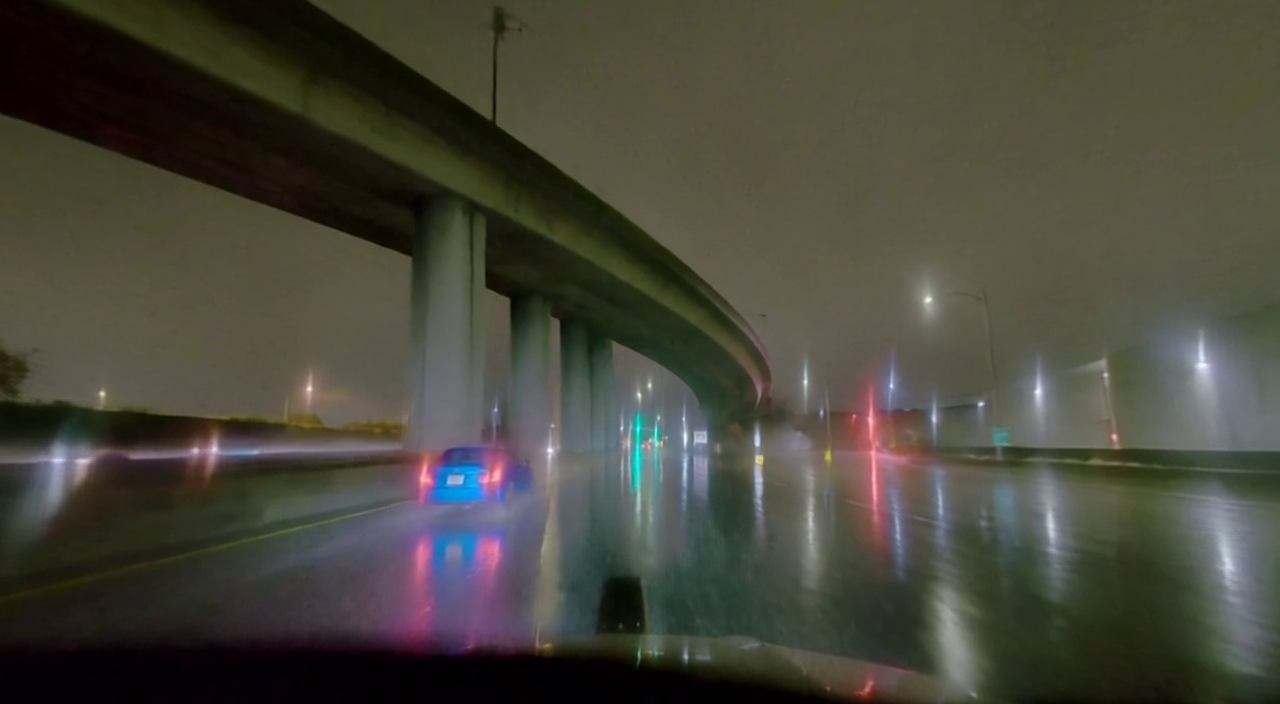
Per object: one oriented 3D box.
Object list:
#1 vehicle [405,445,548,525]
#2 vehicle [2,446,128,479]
[{"bbox_3d":[-3.404,2.846,14.059,2.044,1.478,4.114,0,-9,0],"label":"vehicle"},{"bbox_3d":[-30.083,5.758,33.205,1.950,1.584,4.891,0,-8,0],"label":"vehicle"}]
